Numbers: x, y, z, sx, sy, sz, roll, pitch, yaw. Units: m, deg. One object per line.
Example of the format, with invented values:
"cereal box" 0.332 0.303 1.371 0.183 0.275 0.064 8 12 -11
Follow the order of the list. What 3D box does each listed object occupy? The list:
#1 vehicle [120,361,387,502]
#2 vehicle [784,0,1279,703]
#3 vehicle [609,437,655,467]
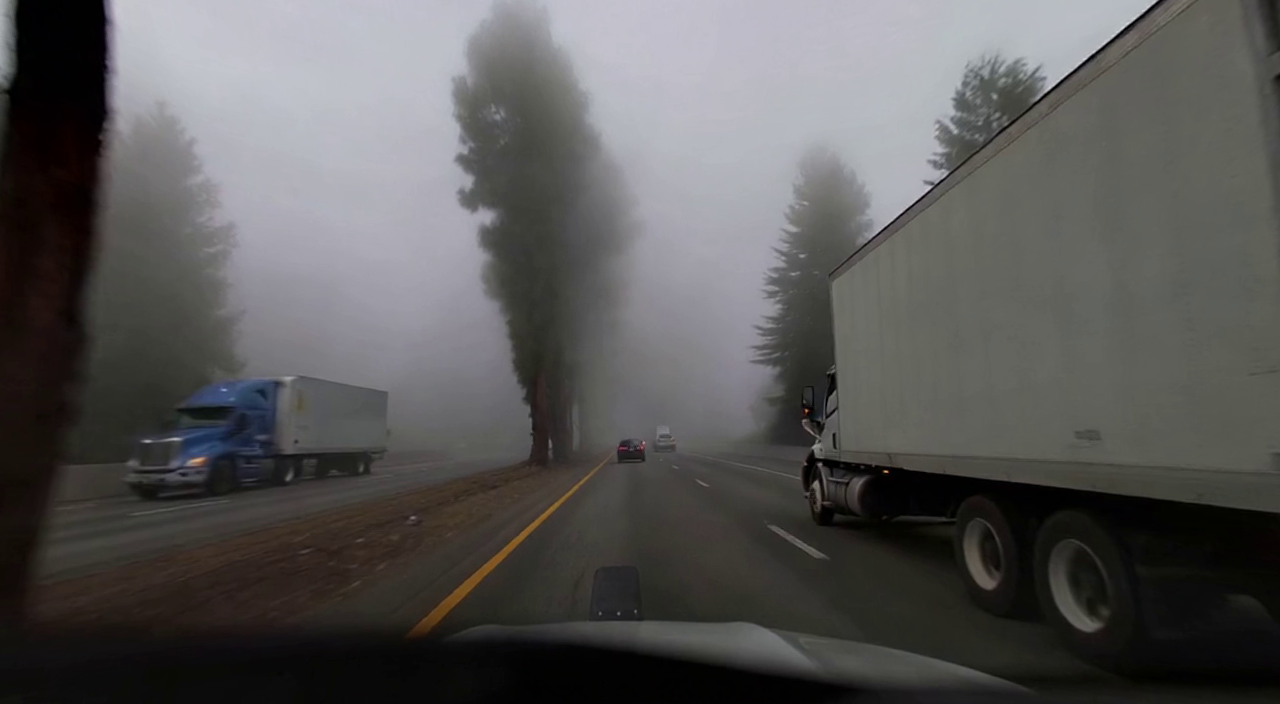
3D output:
"vehicle" -13.533 3.043 24.107 3.190 4.107 11.334 0 -8 -1
"vehicle" 3.860 0.406 5.909 2.921 3.526 8.207 0 -8 -1
"vehicle" -0.458 5.176 32.999 2.259 1.466 3.693 0 -8 -1
